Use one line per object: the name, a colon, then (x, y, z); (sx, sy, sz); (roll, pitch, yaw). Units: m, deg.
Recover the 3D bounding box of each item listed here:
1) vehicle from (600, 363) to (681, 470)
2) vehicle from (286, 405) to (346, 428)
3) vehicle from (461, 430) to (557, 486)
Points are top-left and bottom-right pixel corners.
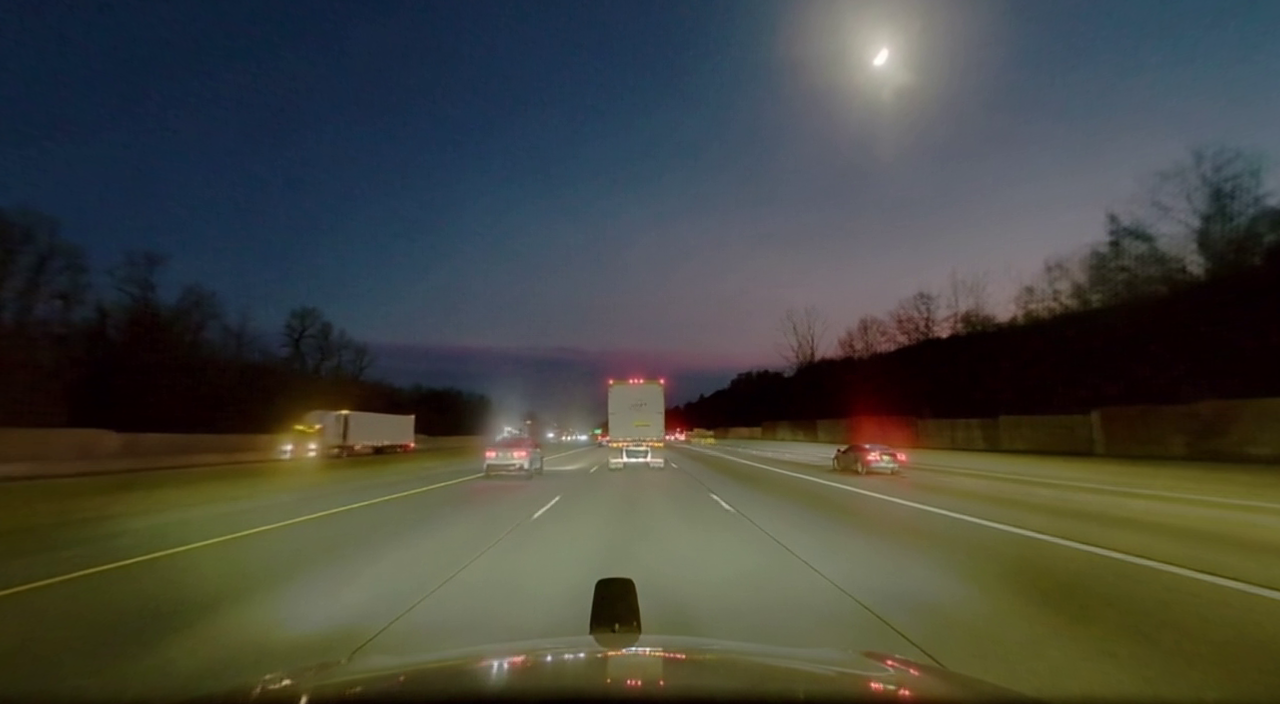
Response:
vehicle: (-0.055, 3.486, 31.645); (2.965, 3.972, 16.689); (0, -8, 0)
vehicle: (-25.412, 5.137, 49.466); (2.062, 1.683, 4.981); (0, -8, 0)
vehicle: (-3.888, 3.203, 19.522); (2.005, 1.521, 4.454); (0, -8, 0)
